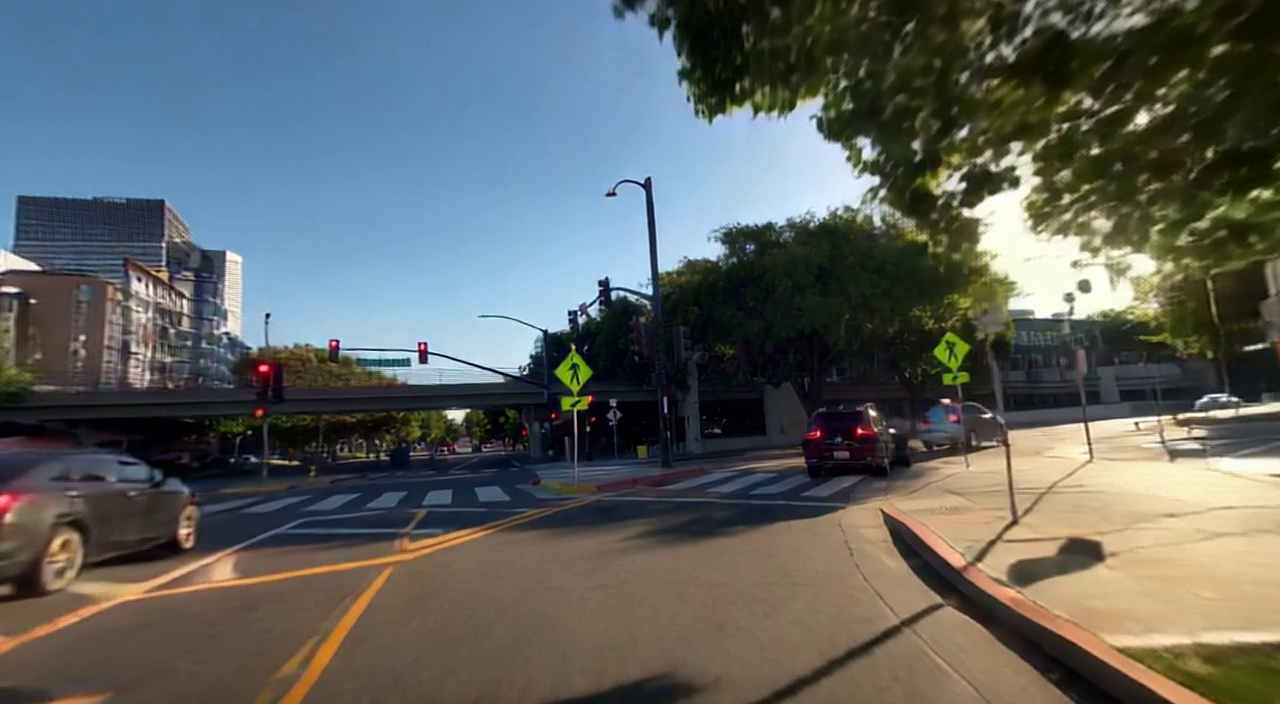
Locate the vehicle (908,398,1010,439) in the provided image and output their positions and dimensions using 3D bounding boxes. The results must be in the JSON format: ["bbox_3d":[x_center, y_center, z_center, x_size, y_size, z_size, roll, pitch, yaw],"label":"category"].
[{"bbox_3d":[16.666,3.526,32.948,5.144,1.954,2.122,4,-9,-29],"label":"vehicle"}]

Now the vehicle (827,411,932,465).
[{"bbox_3d":[8.124,2.901,21.236,1.908,1.622,4.166,-7,-11,41],"label":"vehicle"}]

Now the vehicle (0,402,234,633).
[{"bbox_3d":[-6.019,1.392,5.790,2.066,1.672,5.581,2,-8,-14],"label":"vehicle"}]
